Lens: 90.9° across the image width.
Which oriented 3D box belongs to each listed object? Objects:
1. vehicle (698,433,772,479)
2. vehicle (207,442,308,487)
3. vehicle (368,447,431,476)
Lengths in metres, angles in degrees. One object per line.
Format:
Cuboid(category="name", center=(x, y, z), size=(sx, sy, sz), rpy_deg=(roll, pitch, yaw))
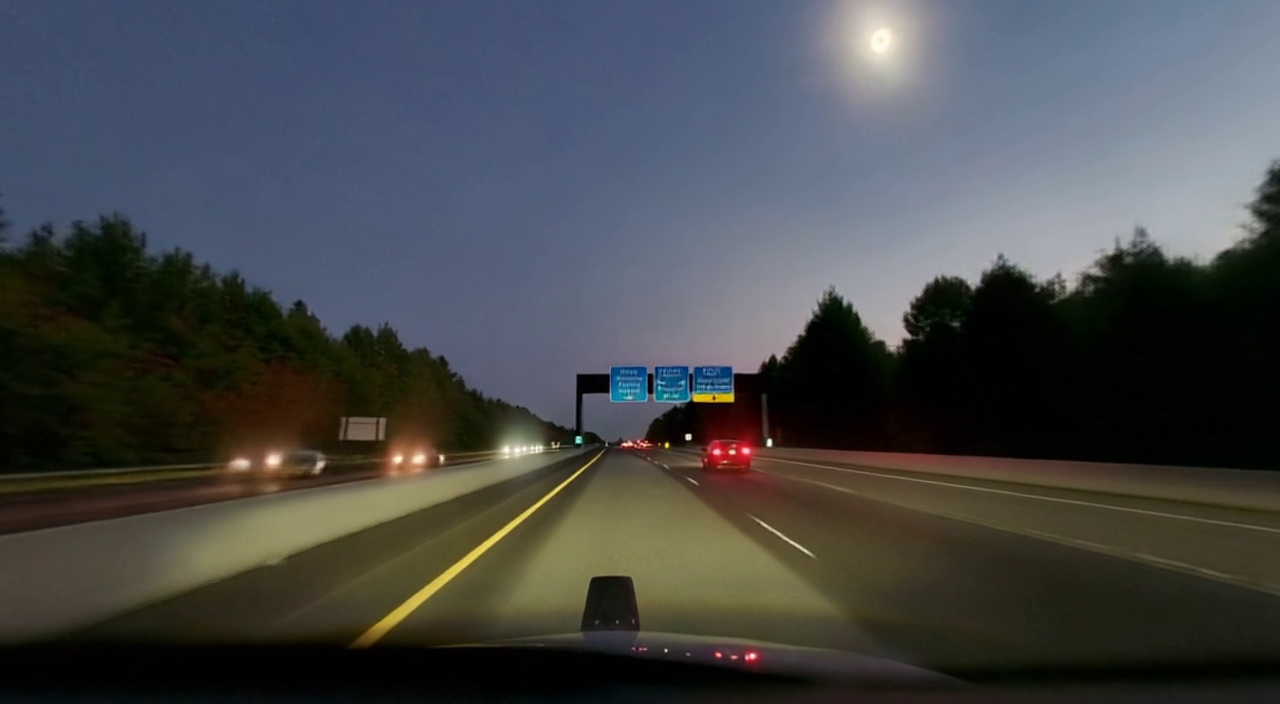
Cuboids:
Cuboid(category="vehicle", center=(3.437, 3.835, 23.618), size=(1.958, 1.526, 4.227), rpy_deg=(0, -8, -3))
Cuboid(category="vehicle", center=(-16.989, 4.956, 28.264), size=(1.910, 1.796, 4.280), rpy_deg=(0, -8, -2))
Cuboid(category="vehicle", center=(-13.595, 6.196, 35.900), size=(1.951, 1.474, 4.413), rpy_deg=(0, -8, -2))
